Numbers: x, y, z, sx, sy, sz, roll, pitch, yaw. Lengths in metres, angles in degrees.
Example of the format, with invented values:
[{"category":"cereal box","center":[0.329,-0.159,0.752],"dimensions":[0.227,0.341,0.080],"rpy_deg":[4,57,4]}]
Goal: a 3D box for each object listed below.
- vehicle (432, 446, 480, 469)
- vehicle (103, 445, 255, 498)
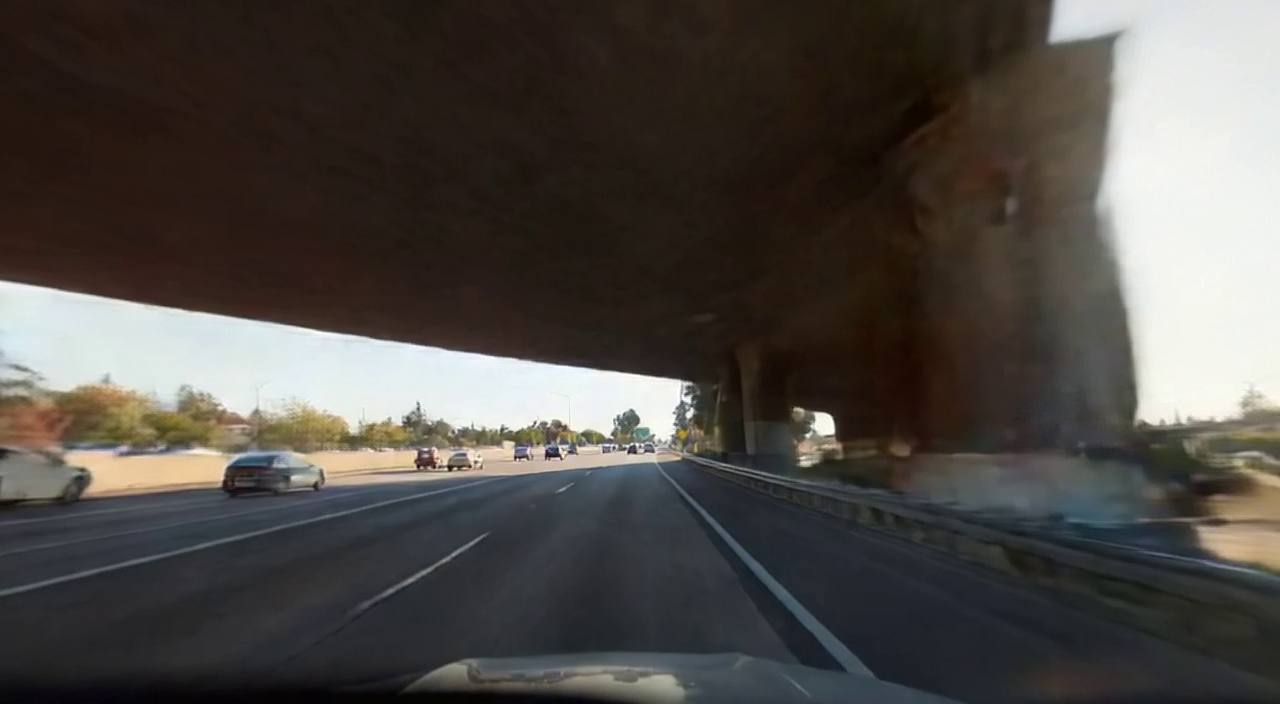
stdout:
[{"category":"vehicle","center":[-12.830,7.372,44.371],"dimensions":[2.271,1.537,4.029],"rpy_deg":[0,-9,-2]},{"category":"vehicle","center":[-14.862,3.845,20.758],"dimensions":[1.829,1.520,4.505],"rpy_deg":[0,-9,-4]}]
